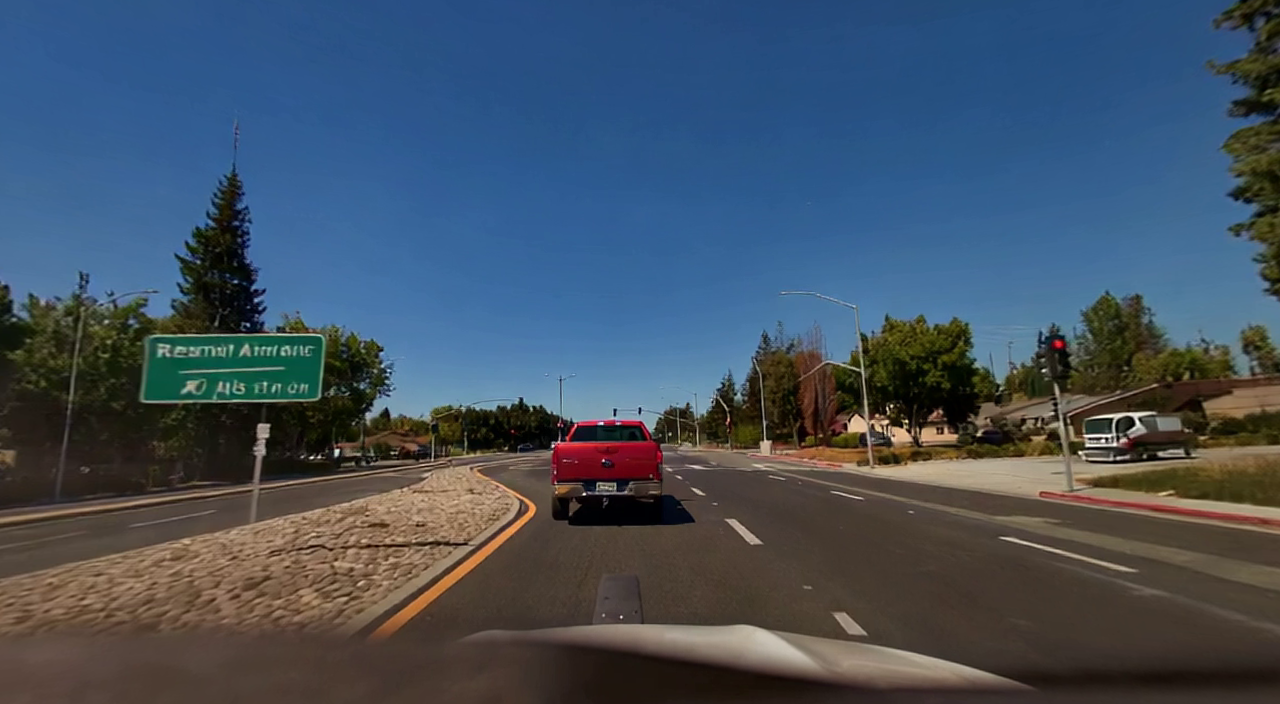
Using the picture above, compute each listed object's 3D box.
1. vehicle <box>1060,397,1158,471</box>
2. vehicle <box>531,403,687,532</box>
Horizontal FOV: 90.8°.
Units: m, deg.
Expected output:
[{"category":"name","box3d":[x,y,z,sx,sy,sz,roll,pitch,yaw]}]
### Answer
[{"category":"vehicle","box3d":[16.513,2.917,22.310,1.862,2.438,1.649,0,-10,-14]},{"category":"vehicle","box3d":[-0.470,1.930,11.144,2.145,1.762,4.731,0,-8,-1]}]
